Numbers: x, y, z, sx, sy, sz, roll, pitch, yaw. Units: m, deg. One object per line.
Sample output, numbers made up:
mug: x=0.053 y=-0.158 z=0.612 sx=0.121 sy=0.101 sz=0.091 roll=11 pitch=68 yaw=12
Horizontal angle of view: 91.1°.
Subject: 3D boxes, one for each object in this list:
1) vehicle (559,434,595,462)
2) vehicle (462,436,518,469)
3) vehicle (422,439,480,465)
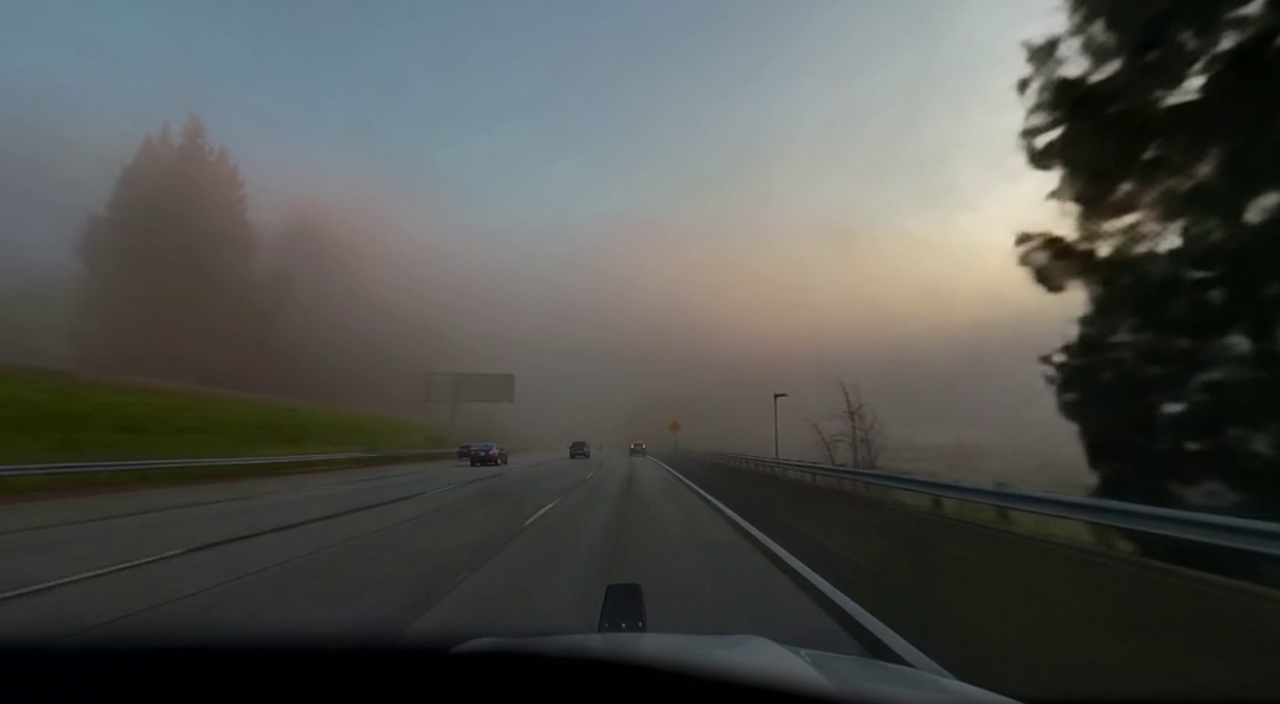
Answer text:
vehicle: x=-4.345 y=6.691 z=43.946 sx=2.138 sy=1.833 sz=4.622 roll=0 pitch=-8 yaw=-1
vehicle: x=-8.035 y=5.409 z=34.025 sx=2.015 sy=1.651 sz=4.432 roll=0 pitch=-8 yaw=-1
vehicle: x=-11.679 y=6.208 z=39.156 sx=2.100 sy=1.537 sz=5.092 roll=0 pitch=-8 yaw=-1
